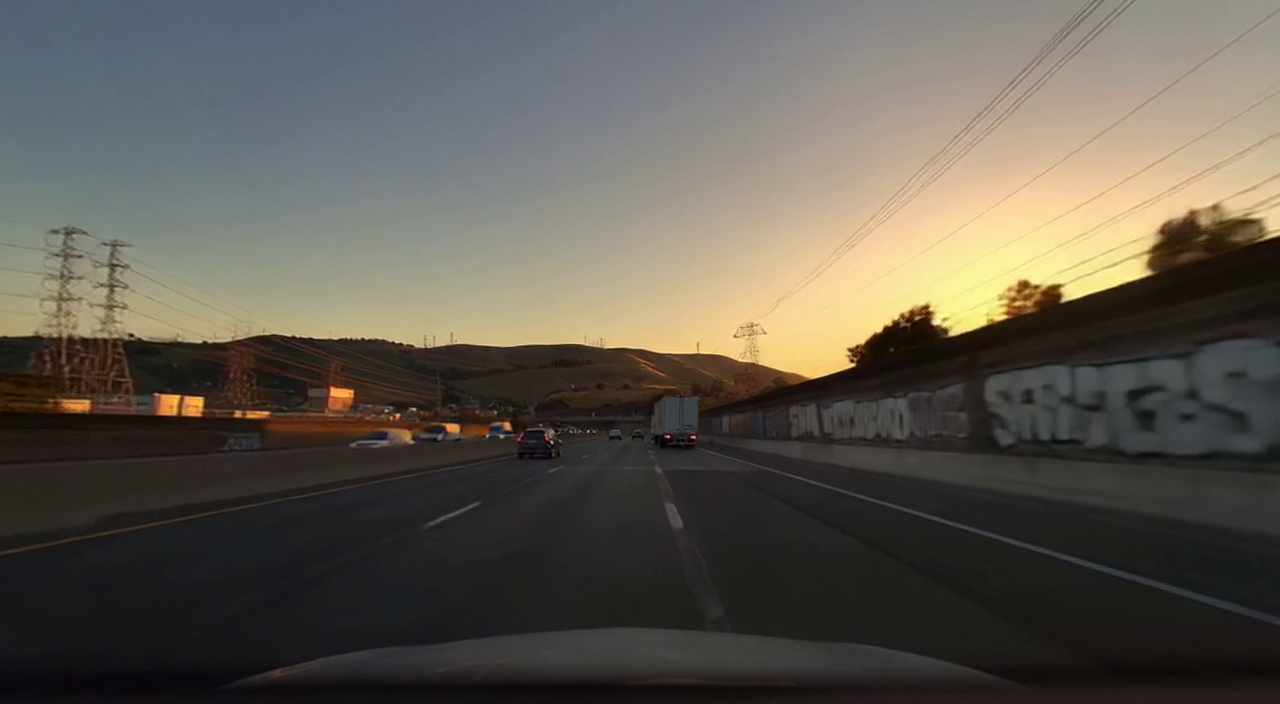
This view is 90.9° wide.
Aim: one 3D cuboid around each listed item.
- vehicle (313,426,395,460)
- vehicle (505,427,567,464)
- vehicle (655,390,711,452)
[{"bbox_3d":[-16.180,5.181,36.028,2.118,1.765,5.524,0,-8,0],"label":"vehicle"},{"bbox_3d":[-4.517,4.134,28.065,1.965,1.486,4.448,0,-8,0],"label":"vehicle"},{"bbox_3d":[2.807,5.014,44.839,3.060,3.842,11.095,0,-8,-1],"label":"vehicle"}]
